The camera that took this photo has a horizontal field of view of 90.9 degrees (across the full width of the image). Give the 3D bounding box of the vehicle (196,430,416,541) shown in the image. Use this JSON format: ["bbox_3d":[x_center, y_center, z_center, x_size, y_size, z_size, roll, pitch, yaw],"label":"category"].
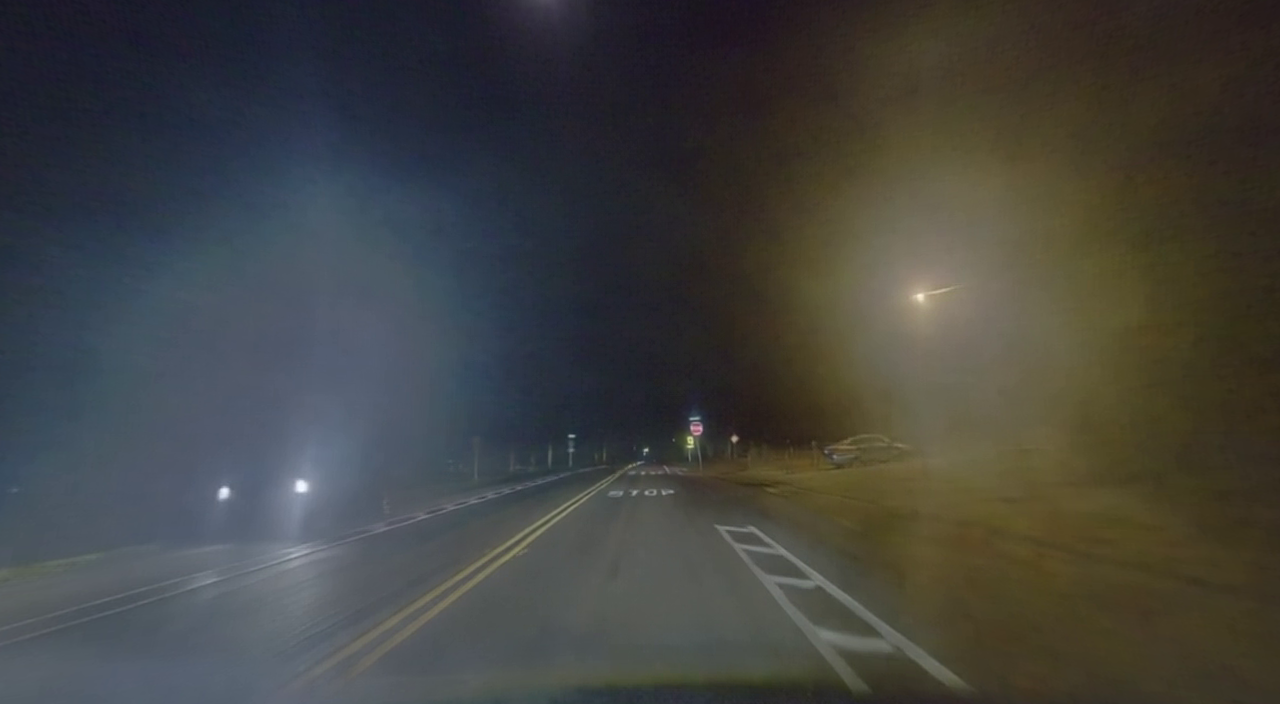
[{"bbox_3d":[-6.386,2.631,12.800,1.992,1.797,4.372,-2,-10,1],"label":"vehicle"}]
